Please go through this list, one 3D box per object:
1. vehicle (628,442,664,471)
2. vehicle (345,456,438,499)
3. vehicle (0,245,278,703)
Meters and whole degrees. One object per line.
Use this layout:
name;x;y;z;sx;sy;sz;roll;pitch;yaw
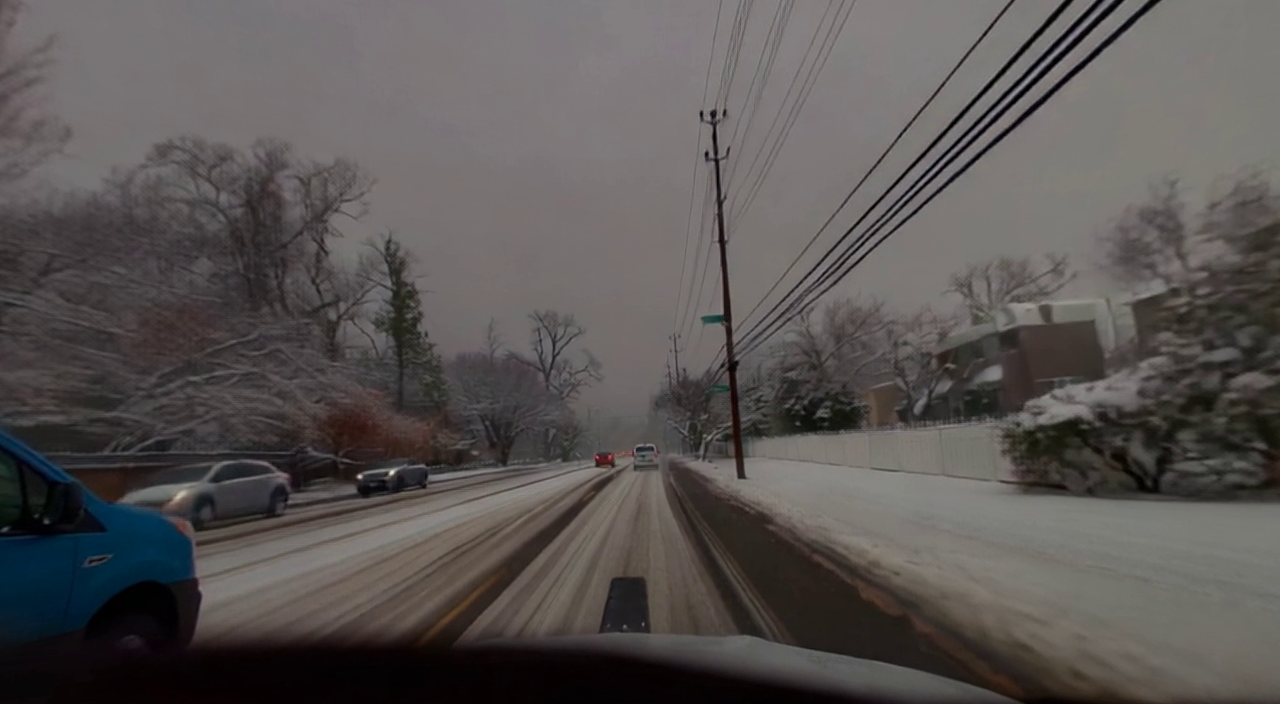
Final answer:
vehicle;0.393;6.544;39.603;2.120;1.718;3.909;0;-9;1
vehicle;-9.991;5.065;25.761;2.005;1.471;4.330;-3;-9;1
vehicle;-3.541;0.499;1.024;2.336;2.152;5.866;0;-9;1
